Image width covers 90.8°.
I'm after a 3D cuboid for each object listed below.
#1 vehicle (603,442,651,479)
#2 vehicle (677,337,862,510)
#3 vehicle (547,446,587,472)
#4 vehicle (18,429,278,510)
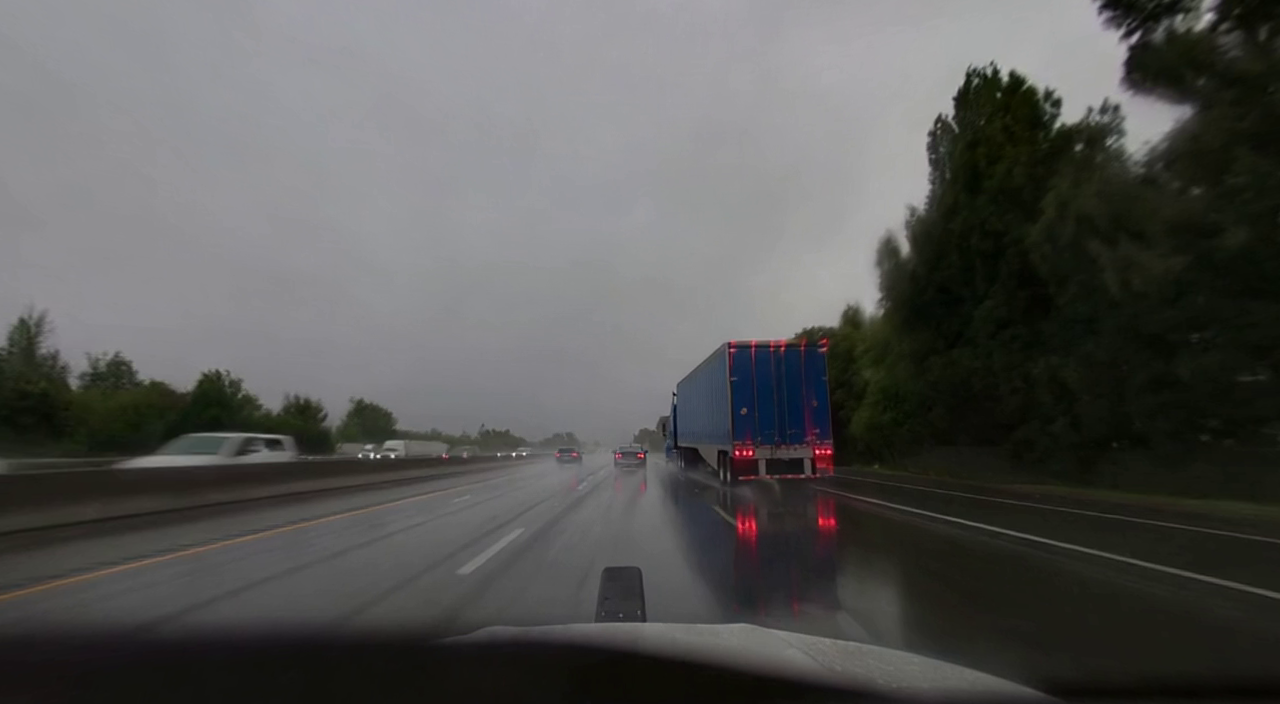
[{"bbox_3d":[-0.616,5.273,30.950,2.191,1.685,4.015,0,-9,-1],"label":"vehicle"},{"bbox_3d":[3.537,2.888,23.115,2.996,4.123,15.965,0,-9,-2],"label":"vehicle"},{"bbox_3d":[-4.478,6.664,39.501,1.995,1.491,4.317,0,-9,0],"label":"vehicle"},{"bbox_3d":[-11.006,2.648,14.652,1.983,1.565,4.367,-2,-9,13],"label":"vehicle"}]
